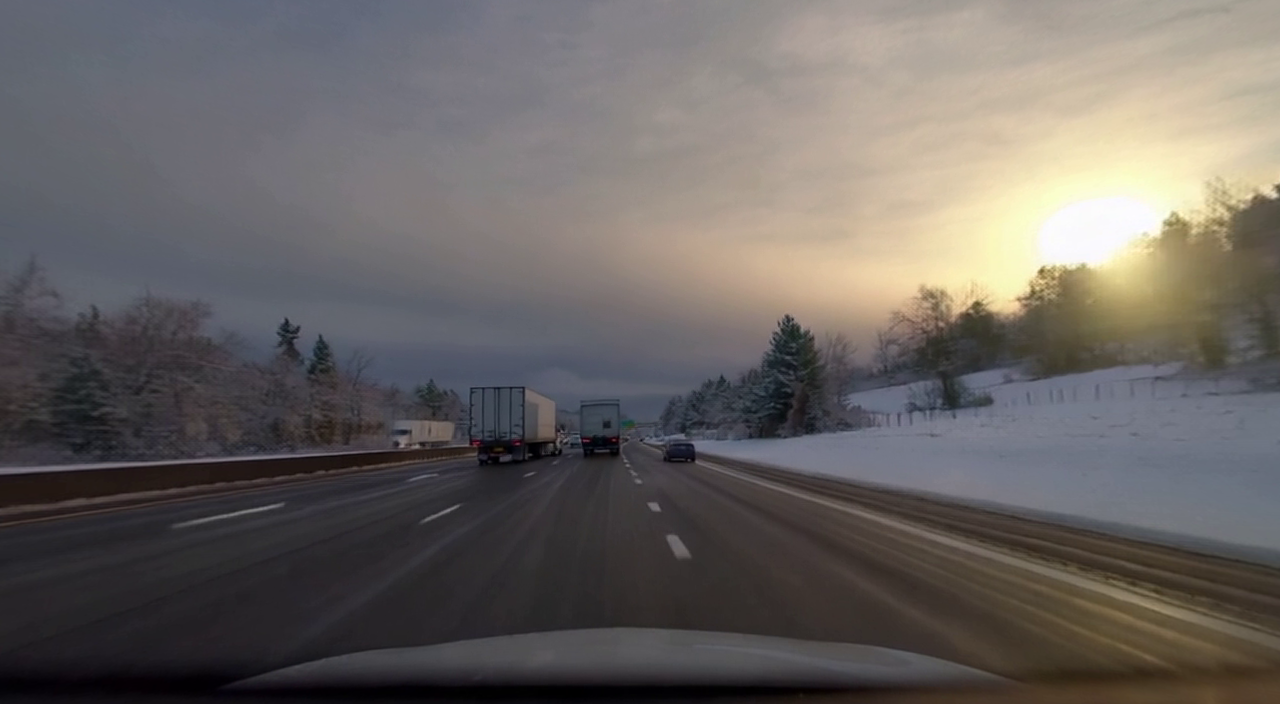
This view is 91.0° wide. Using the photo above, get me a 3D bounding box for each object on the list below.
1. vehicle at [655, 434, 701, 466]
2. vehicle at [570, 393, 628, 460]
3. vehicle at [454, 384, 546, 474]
[{"bbox_3d":[1.832,4.890,31.491,1.891,1.477,3.599,0,-8,-3],"label":"vehicle"},{"bbox_3d":[-3.069,5.737,46.874,3.475,4.037,17.454,0,-8,-4],"label":"vehicle"},{"bbox_3d":[-5.883,3.430,27.716,2.728,3.405,7.096,0,-8,-3],"label":"vehicle"}]
